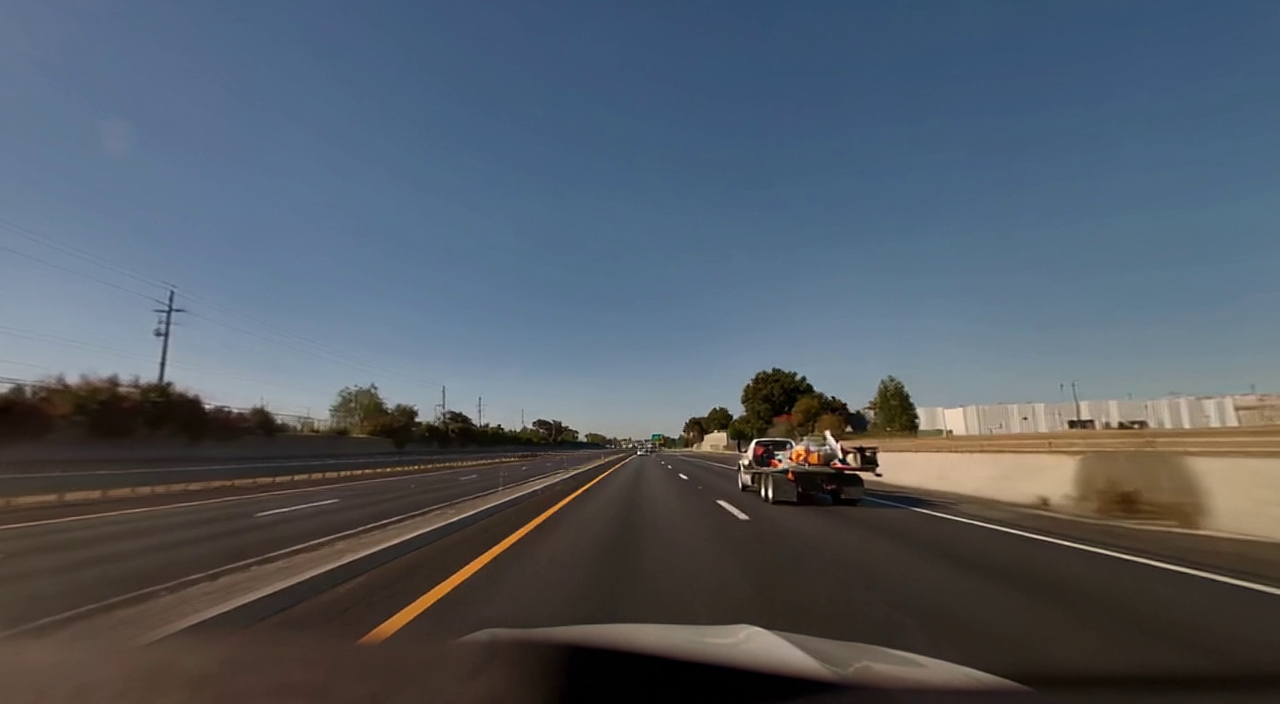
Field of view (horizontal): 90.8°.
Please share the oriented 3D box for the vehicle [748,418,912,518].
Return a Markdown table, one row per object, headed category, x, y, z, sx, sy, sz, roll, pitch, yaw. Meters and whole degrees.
| category | x | y | z | sx | sy | sz | roll | pitch | yaw |
| --- | --- | --- | --- | --- | --- | --- | --- | --- | --- |
| vehicle | 4.317 | 2.765 | 15.490 | 2.309 | 2.003 | 5.139 | 0 | -9 | -1 |
